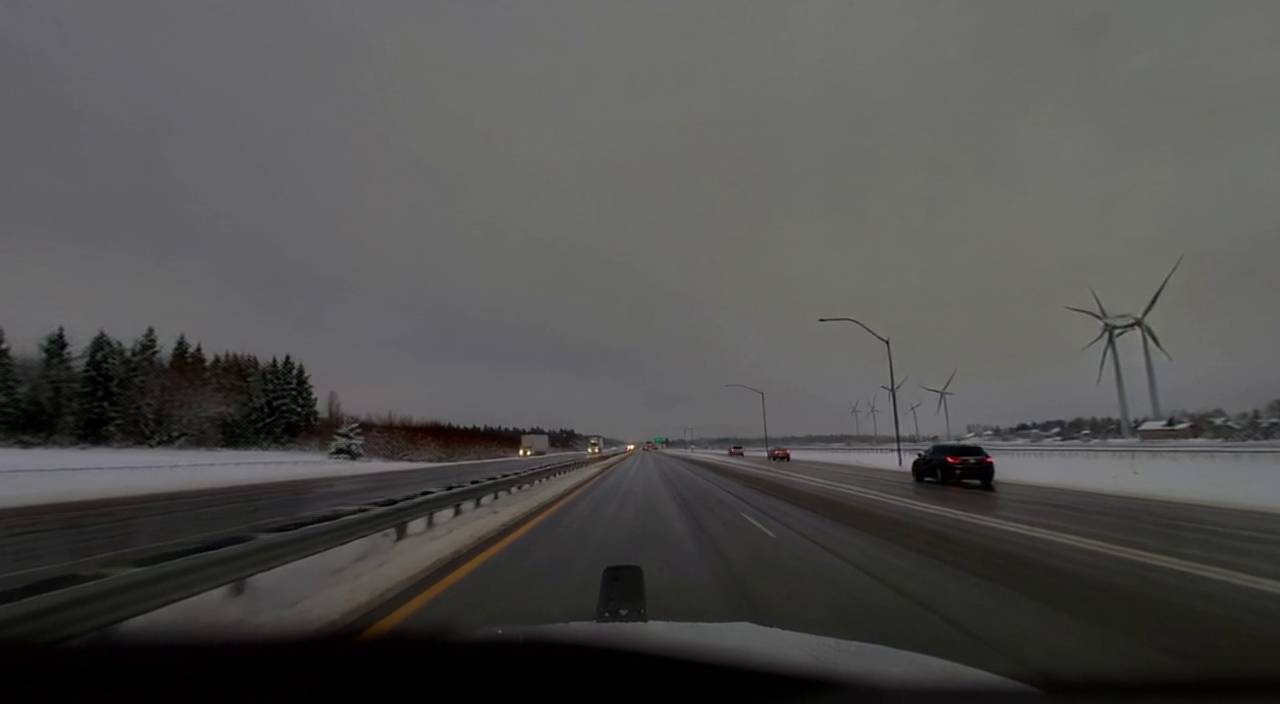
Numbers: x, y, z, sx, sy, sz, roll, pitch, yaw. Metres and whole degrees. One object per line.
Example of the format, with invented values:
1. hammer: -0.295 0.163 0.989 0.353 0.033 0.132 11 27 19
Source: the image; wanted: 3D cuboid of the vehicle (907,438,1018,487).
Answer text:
1. vehicle: 12.325 4.243 24.501 1.897 1.669 4.825 0 -9 2
